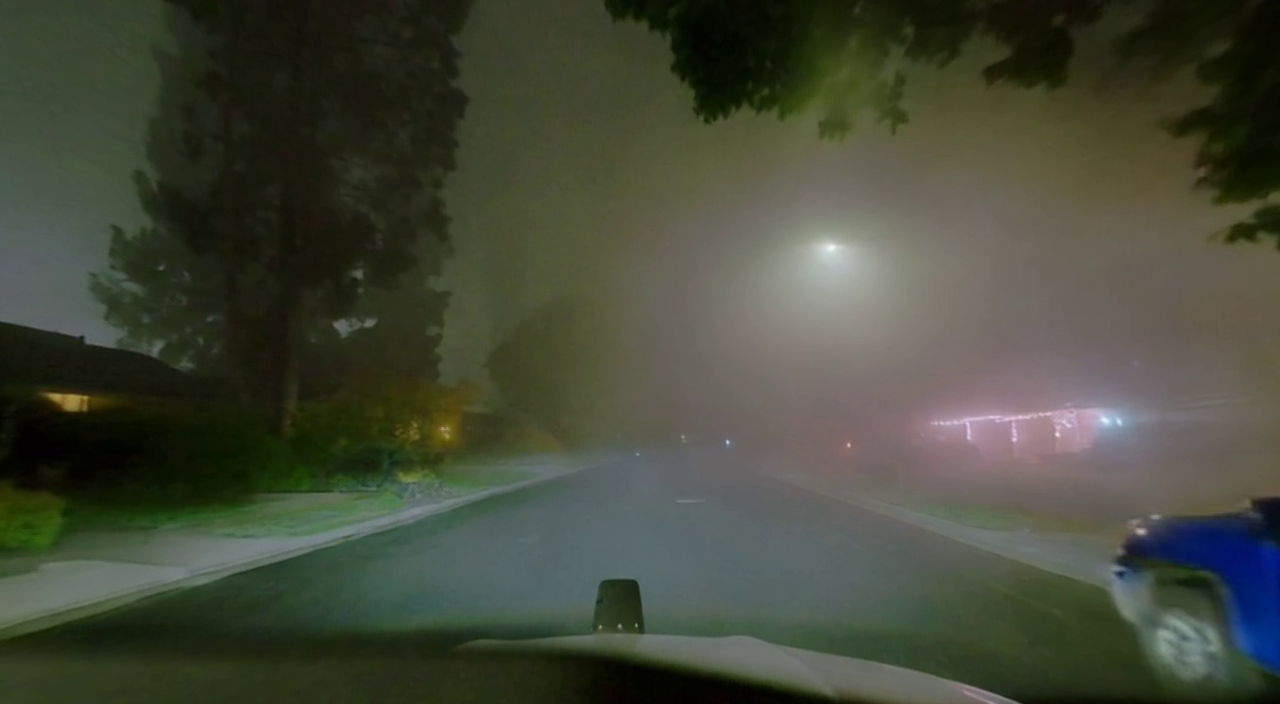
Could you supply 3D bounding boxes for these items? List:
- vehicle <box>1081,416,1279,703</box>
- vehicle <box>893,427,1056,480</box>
[{"bbox_3d":[3.654,0.880,1.676,2.006,1.494,4.211,0,-9,2],"label":"vehicle"},{"bbox_3d":[12.036,3.698,22.924,4.710,1.512,1.894,-5,-9,3],"label":"vehicle"}]
